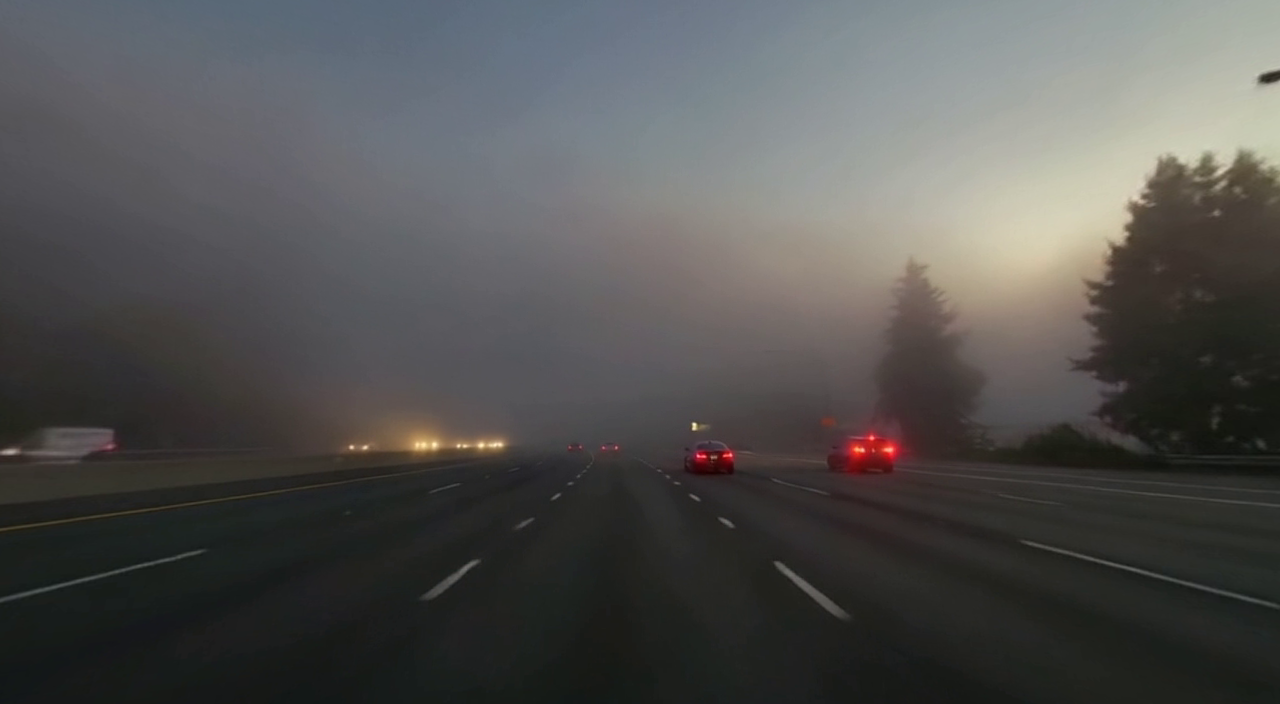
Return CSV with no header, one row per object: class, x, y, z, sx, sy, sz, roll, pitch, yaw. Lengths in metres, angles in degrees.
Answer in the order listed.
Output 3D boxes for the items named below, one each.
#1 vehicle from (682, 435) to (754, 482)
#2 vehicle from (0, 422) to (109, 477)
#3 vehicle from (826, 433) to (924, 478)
vehicle,2.749,3.891,23.169,1.975,1.562,3.823,0,-9,-3
vehicle,-28.156,4.466,28.771,2.410,2.277,6.230,0,-9,-1
vehicle,9.260,4.140,25.343,1.909,1.634,4.739,0,-9,-3
